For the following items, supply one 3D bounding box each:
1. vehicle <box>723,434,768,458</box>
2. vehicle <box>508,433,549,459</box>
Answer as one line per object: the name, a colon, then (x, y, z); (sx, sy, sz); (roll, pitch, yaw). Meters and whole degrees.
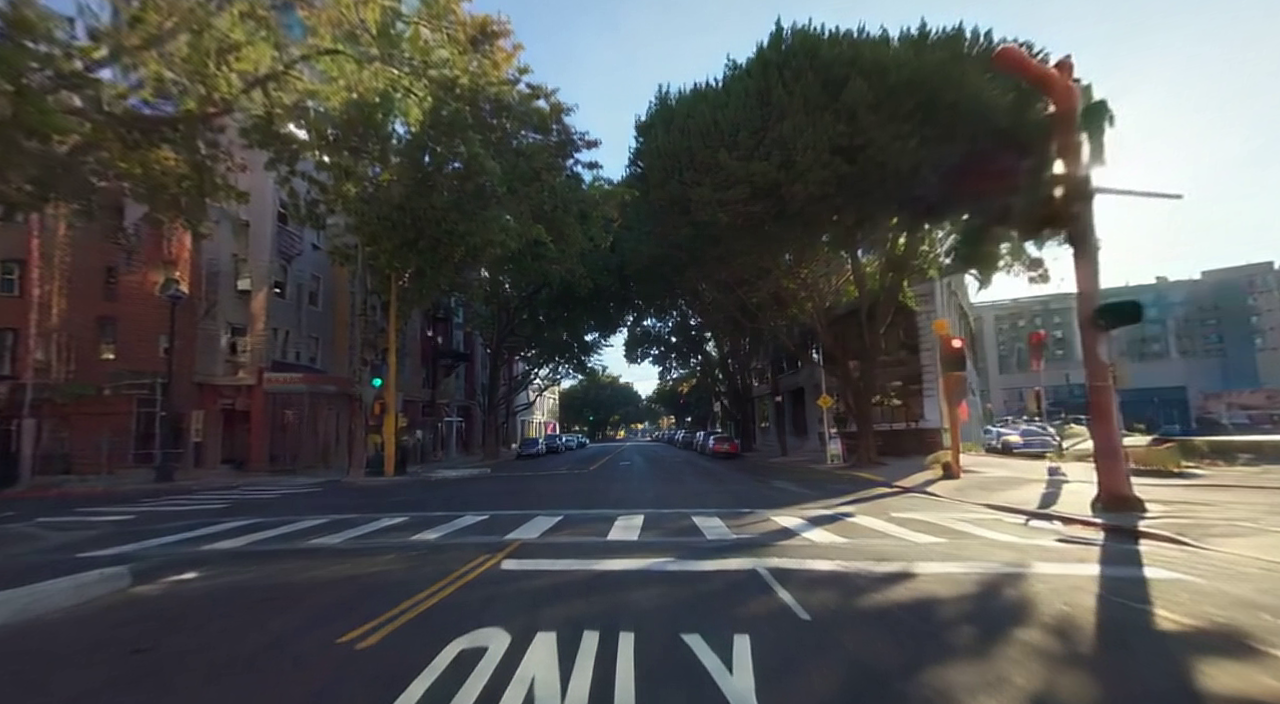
vehicle: (6.783, 6.099, 40.948); (1.997, 1.510, 4.455); (0, -8, -2)
vehicle: (-7.392, 6.249, 42.076); (2.127, 1.533, 4.547); (-1, -8, -3)
